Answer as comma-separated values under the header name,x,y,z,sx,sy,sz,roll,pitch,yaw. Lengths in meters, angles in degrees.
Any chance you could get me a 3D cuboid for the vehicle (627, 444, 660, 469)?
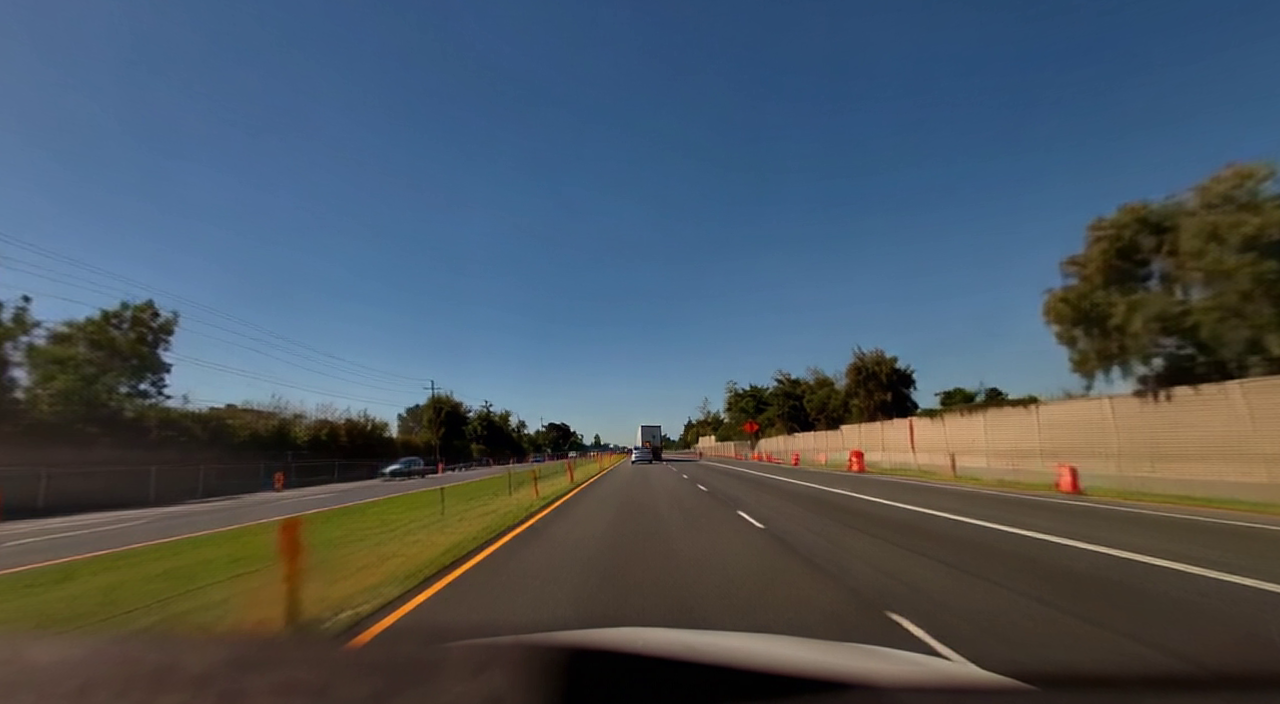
name,x,y,z,sx,sy,sz,roll,pitch,yaw
vehicle,0.220,6.906,41.784,2.065,1.573,3.734,0,-9,-1
